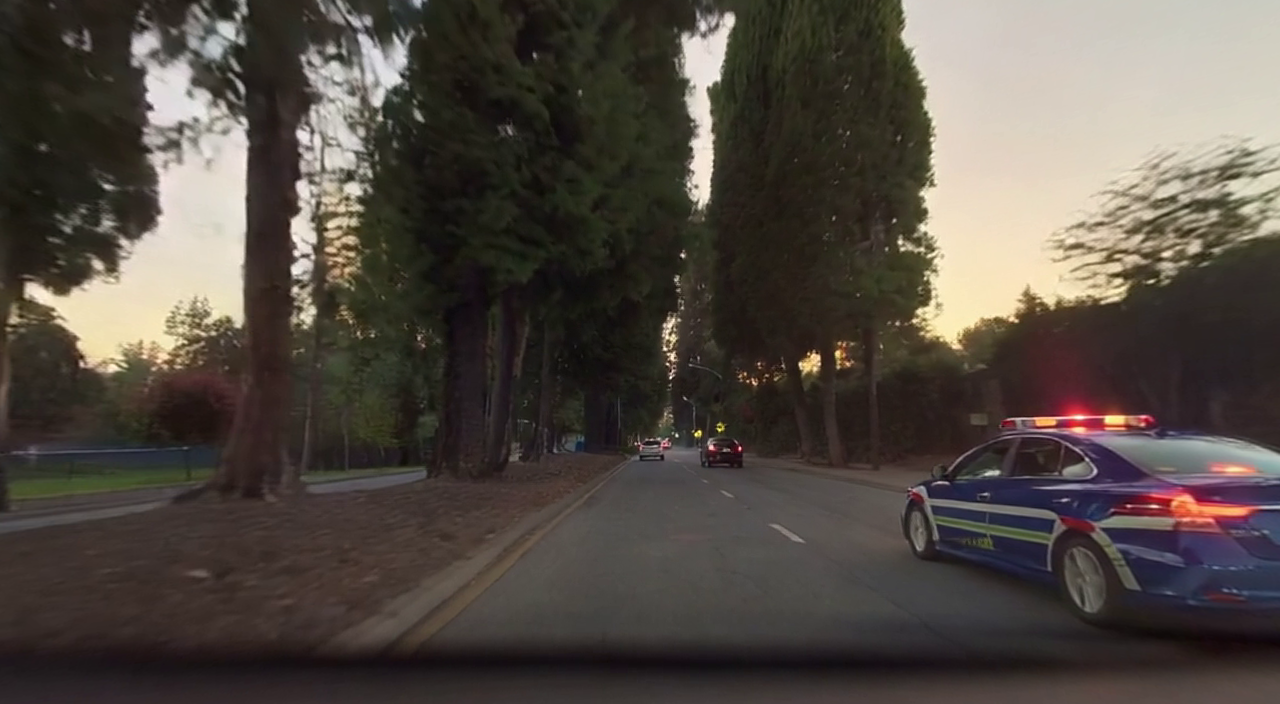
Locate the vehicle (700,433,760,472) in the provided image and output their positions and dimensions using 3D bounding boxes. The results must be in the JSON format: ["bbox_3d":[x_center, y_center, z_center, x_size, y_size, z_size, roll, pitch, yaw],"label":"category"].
[{"bbox_3d":[4.105,4.661,29.445,2.110,1.666,3.912,0,-8,-1],"label":"vehicle"}]

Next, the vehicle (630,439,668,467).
[{"bbox_3d":[0.469,5.786,36.302,2.026,1.466,4.282,0,-8,-1],"label":"vehicle"}]

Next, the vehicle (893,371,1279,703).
[{"bbox_3d":[3.939,1.204,5.106,2.052,1.639,4.123,0,-8,0],"label":"vehicle"}]
